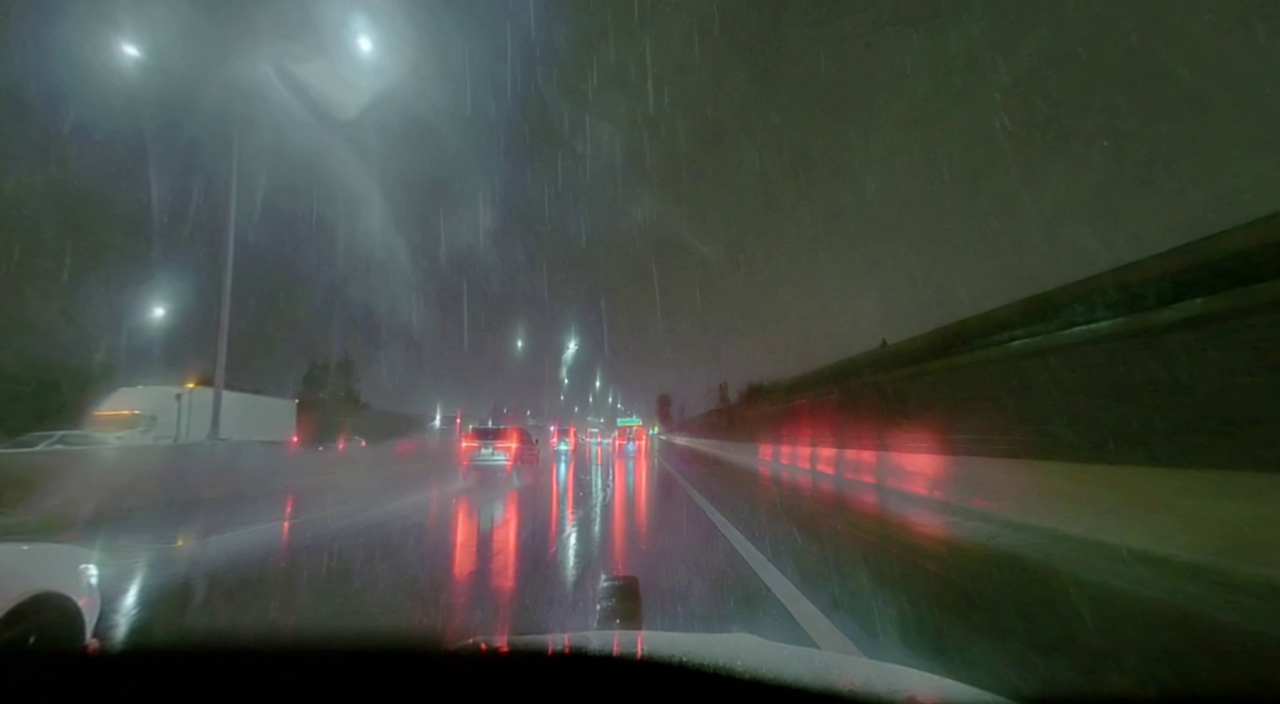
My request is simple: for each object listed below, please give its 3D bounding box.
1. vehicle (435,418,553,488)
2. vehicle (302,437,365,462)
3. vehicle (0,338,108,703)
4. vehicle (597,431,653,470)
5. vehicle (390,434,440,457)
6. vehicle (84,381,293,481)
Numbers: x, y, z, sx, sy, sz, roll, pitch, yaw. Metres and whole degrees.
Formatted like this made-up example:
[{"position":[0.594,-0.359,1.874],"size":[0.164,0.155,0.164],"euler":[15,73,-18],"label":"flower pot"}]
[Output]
[{"position":[-3.872,2.773,17.632],"size":[2.154,1.690,4.595],"euler":[0,-8,1],"label":"vehicle"},{"position":[-19.582,6.211,40.420],"size":[1.864,1.483,4.219],"euler":[0,-8,1],"label":"vehicle"},{"position":[-3.839,0.575,1.068],"size":[2.107,1.703,4.274],"euler":[0,-8,0],"label":"vehicle"},{"position":[-0.560,3.940,25.447],"size":[2.070,1.452,3.834],"euler":[0,-8,0],"label":"vehicle"},{"position":[-15.684,6.496,44.058],"size":[1.982,1.516,4.137],"euler":[0,-8,1],"label":"vehicle"},{"position":[-15.994,2.912,23.071],"size":[2.656,3.091,6.666],"euler":[0,-8,0],"label":"vehicle"}]
